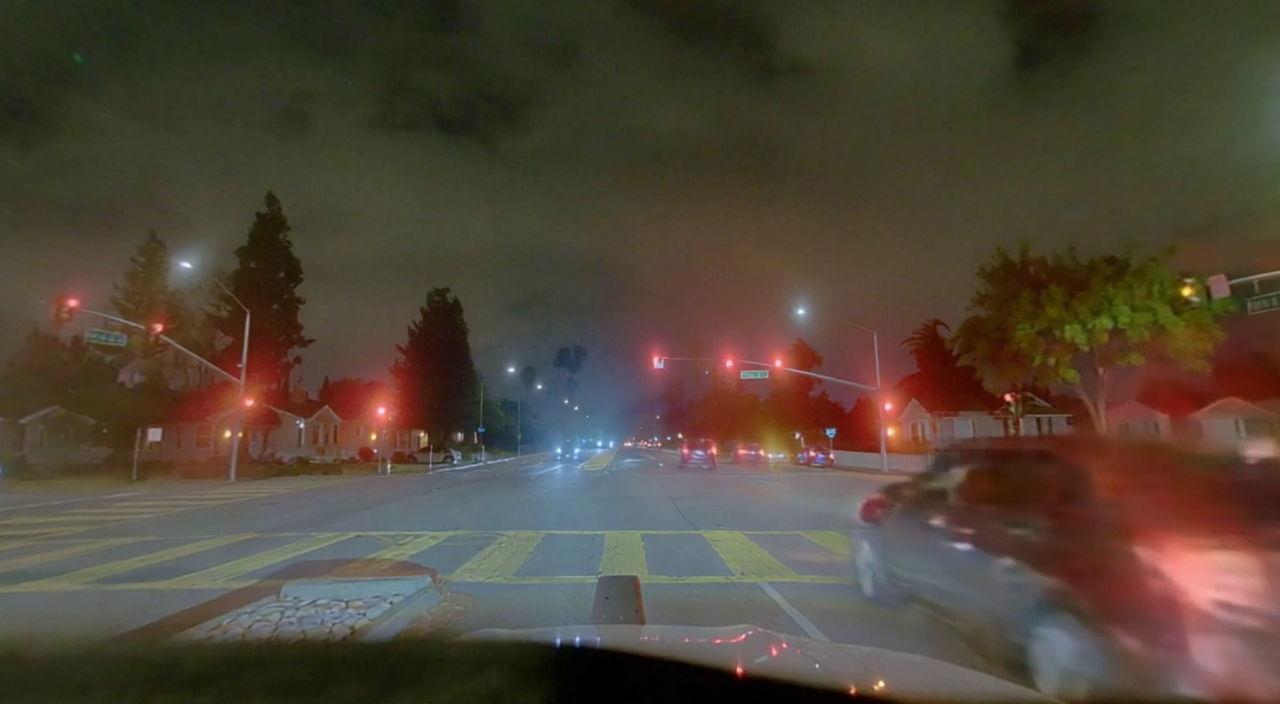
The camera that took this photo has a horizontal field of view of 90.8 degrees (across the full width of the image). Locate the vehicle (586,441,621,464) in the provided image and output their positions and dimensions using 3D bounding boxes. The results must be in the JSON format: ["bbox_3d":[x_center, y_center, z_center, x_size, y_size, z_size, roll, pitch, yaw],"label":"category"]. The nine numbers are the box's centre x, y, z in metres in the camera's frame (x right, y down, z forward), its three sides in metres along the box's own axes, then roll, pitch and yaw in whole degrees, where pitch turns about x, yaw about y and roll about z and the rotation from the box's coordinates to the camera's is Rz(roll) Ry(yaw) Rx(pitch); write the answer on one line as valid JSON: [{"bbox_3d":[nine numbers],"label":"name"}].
[{"bbox_3d":[-2.384,6.714,42.286,2.045,1.484,3.991,0,-9,0],"label":"vehicle"}]

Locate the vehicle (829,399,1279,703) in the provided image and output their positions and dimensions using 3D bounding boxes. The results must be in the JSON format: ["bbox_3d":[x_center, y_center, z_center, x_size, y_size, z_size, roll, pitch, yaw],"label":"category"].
[{"bbox_3d":[3.043,1.235,4.493,1.947,1.467,4.455,0,-9,-1],"label":"vehicle"}]

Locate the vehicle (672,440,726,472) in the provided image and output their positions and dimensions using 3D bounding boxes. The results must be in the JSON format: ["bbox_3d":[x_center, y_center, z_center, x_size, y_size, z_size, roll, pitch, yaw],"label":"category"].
[{"bbox_3d":[2.887,5.223,31.986,2.142,1.506,4.948,0,-9,-1],"label":"vehicle"}]

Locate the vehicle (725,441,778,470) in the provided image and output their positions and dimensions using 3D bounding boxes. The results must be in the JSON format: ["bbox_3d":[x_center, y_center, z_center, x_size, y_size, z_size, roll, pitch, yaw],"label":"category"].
[{"bbox_3d":[6.180,5.801,35.597,2.074,1.530,4.565,0,-9,-1],"label":"vehicle"}]
